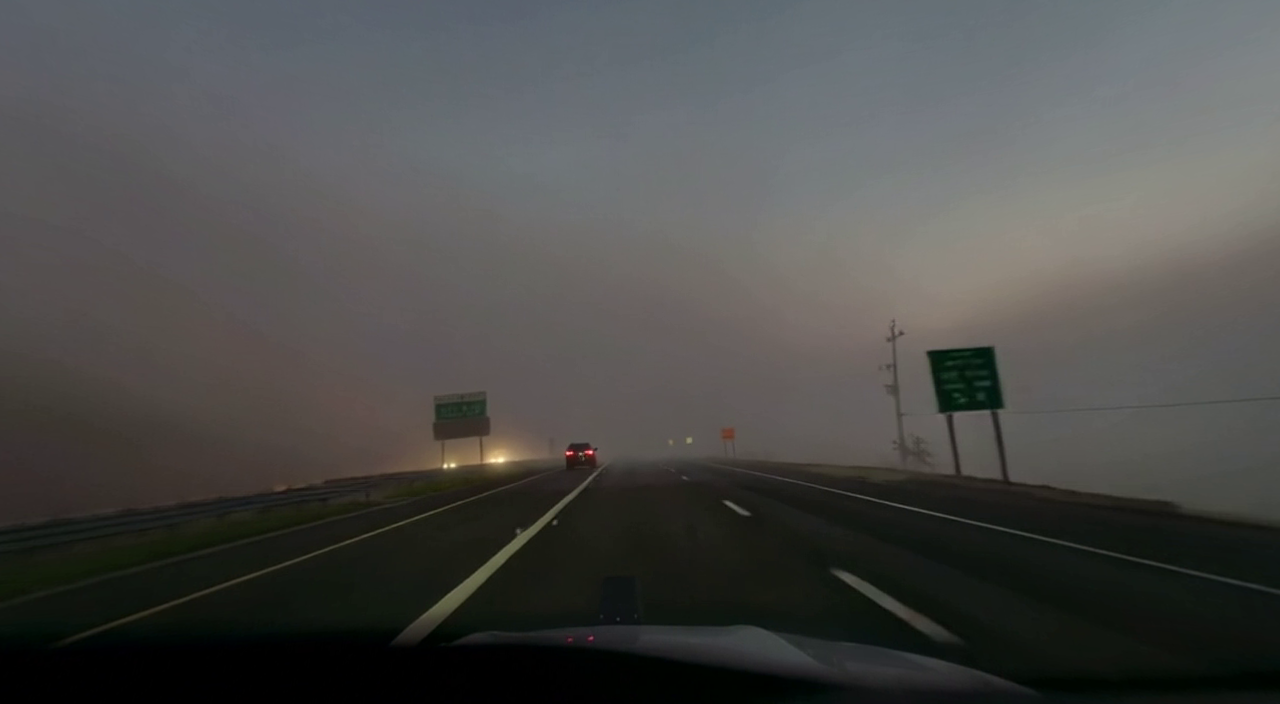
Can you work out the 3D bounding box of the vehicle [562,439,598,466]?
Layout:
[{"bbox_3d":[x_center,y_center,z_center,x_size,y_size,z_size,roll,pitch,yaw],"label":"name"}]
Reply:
[{"bbox_3d":[-4.385,7.443,46.947,2.130,1.823,4.761,0,-8,0],"label":"vehicle"}]
